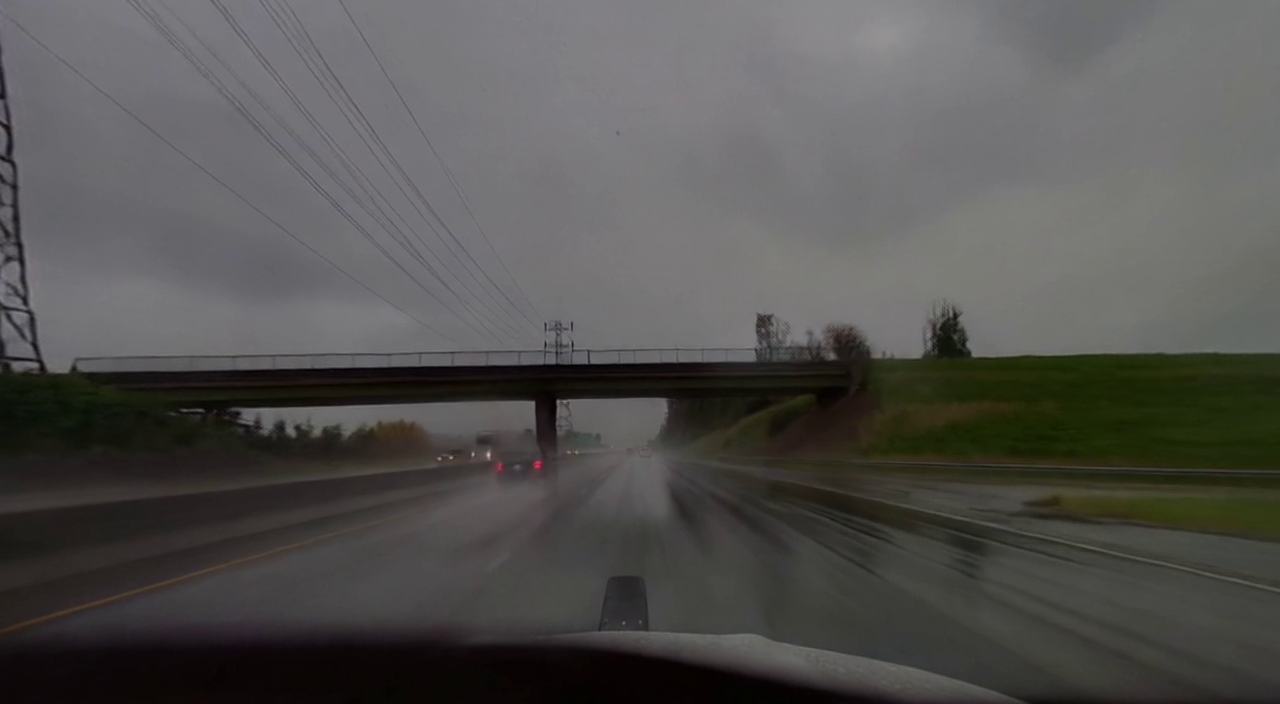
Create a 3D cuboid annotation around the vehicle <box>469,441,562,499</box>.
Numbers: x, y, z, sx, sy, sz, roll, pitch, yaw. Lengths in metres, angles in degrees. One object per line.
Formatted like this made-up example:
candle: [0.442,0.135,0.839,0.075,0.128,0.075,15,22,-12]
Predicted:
vehicle: [-3.631,3.524,19.179,1.924,1.550,4.165,0,-9,1]
